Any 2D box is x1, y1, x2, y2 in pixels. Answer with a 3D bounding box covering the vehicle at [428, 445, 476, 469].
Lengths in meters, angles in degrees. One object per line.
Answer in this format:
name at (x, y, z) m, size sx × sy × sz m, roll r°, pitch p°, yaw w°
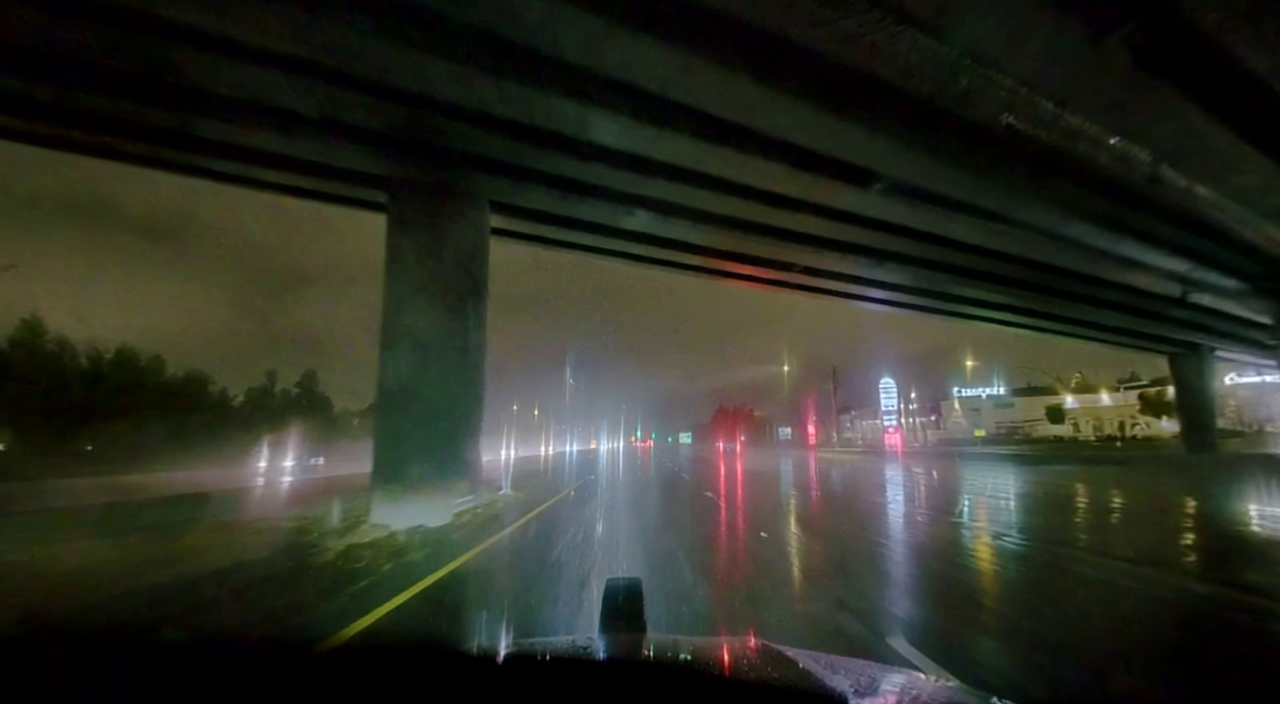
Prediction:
vehicle at (-11.598, 6.503, 39.009) m, size 1.894 × 1.393 × 3.926 m, roll 0°, pitch -9°, yaw -2°
